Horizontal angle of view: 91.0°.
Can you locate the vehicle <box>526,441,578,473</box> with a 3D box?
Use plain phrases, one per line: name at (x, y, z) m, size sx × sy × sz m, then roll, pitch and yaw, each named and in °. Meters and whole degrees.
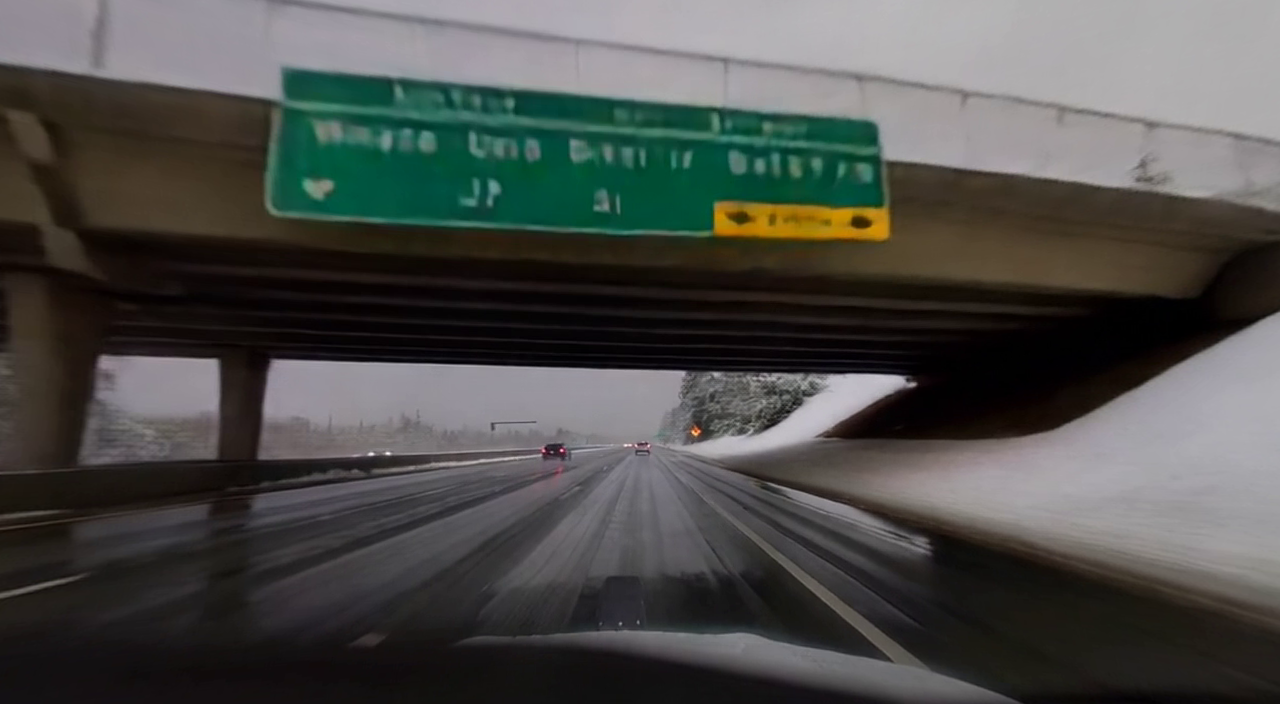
vehicle at (-4.573, 5.531, 33.318) m, size 1.916 × 1.545 × 4.757 m, roll 0°, pitch -9°, yaw 2°
